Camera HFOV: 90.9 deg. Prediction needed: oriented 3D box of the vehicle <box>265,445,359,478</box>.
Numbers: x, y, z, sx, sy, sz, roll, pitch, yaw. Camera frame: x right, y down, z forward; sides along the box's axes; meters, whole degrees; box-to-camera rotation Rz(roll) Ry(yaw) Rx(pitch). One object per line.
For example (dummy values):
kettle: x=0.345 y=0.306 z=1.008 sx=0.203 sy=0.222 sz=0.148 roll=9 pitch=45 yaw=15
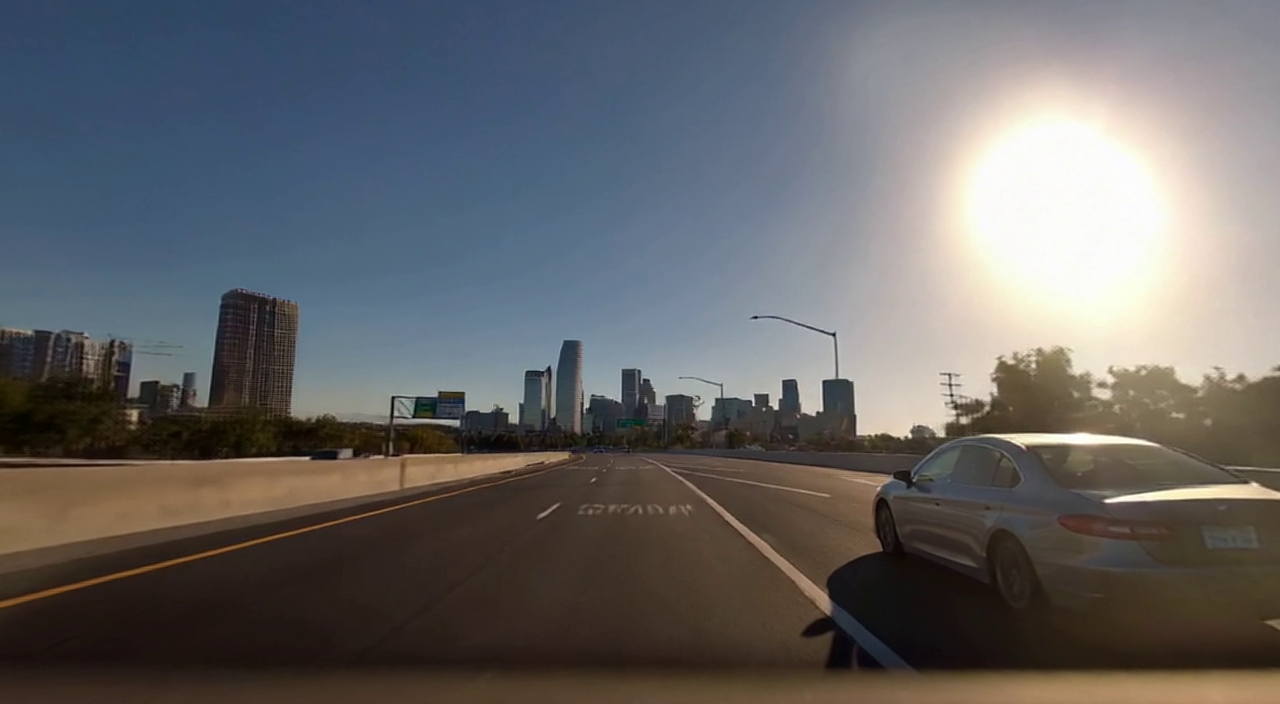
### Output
vehicle: x=-24.050 y=8.022 z=46.739 sx=2.931 sy=2.148 sz=7.601 roll=0 pitch=-9 yaw=-1

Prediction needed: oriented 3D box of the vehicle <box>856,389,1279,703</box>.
vehicle: x=3.677 y=1.297 z=5.172 sx=2.104 sy=1.575 sz=4.698 roll=0 pitch=-9 yaw=-1
